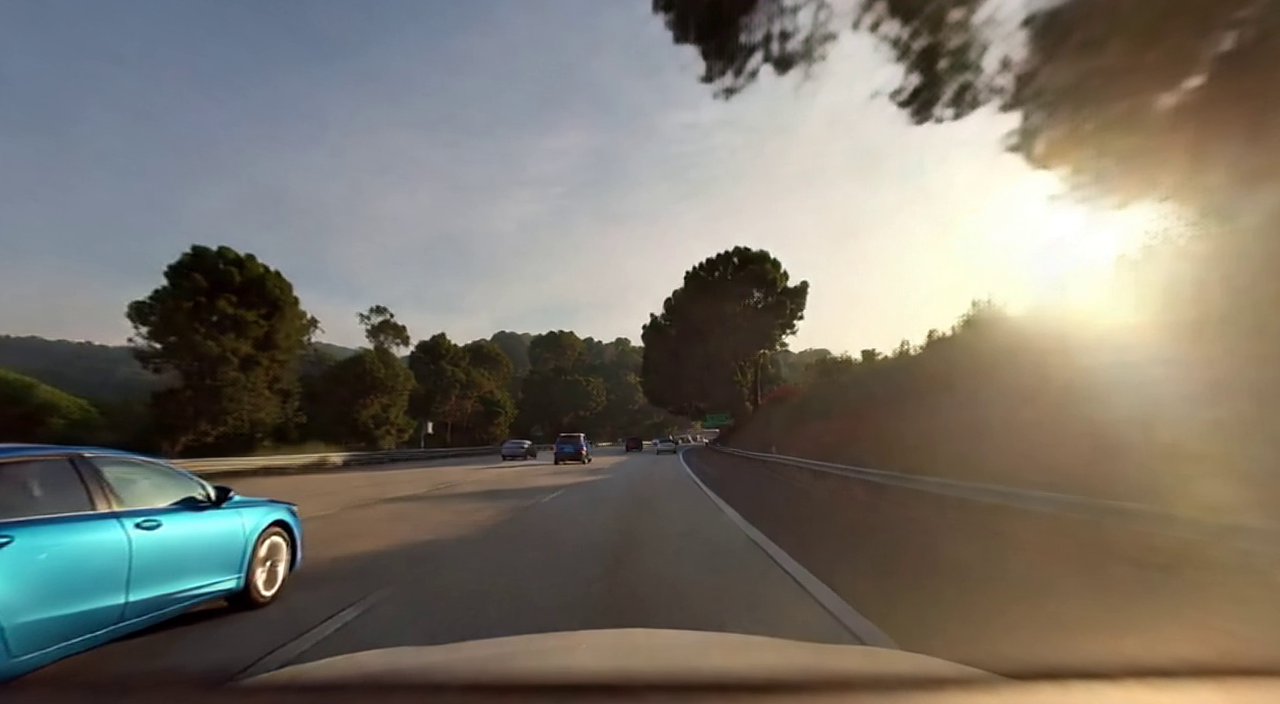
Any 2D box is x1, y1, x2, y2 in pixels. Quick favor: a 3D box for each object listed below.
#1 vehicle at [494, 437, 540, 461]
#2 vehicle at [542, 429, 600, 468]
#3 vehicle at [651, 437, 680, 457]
[{"bbox_3d":[-7.587,6.034,39.320,1.883,1.411,4.053,0,-8,3],"label":"vehicle"},{"bbox_3d":[-3.258,4.662,30.534,2.071,1.716,4.363,0,-8,3],"label":"vehicle"},{"bbox_3d":[1.972,7.253,48.195,2.113,1.464,4.073,0,-8,4],"label":"vehicle"}]
